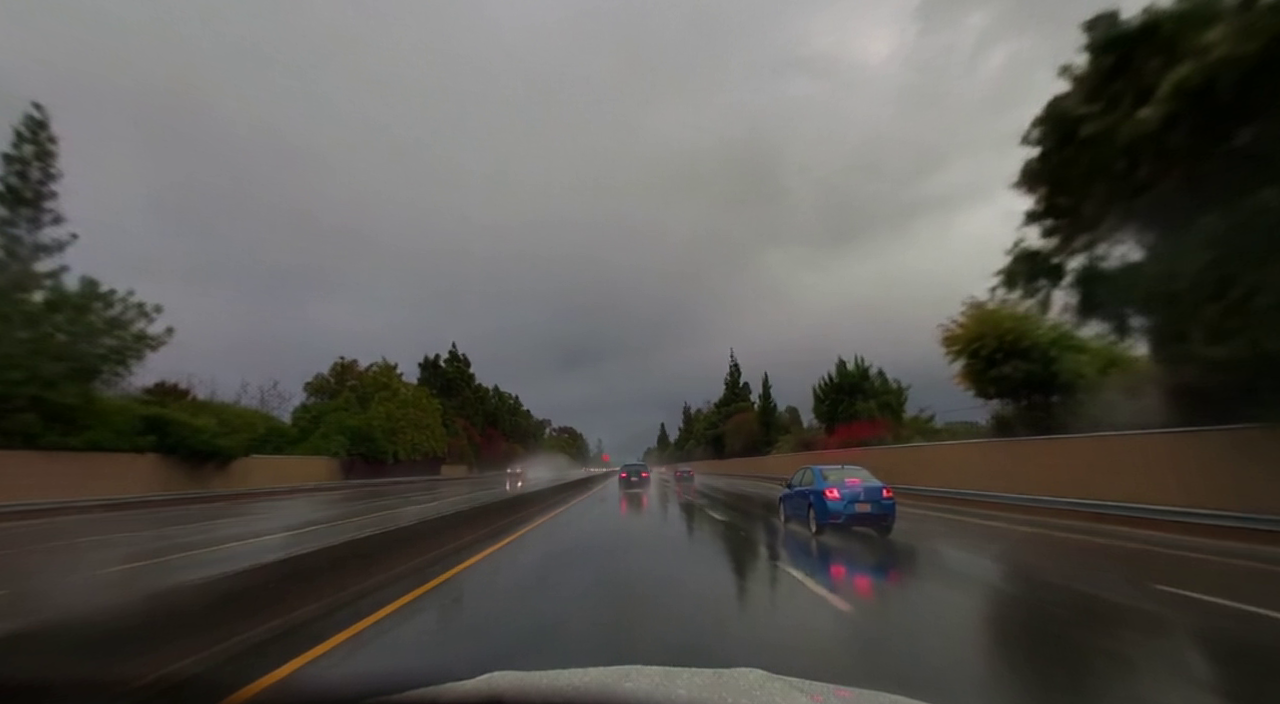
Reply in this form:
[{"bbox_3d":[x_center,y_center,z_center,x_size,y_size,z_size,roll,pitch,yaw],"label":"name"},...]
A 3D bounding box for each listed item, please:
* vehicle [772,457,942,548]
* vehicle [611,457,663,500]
[{"bbox_3d":[4.109,2.937,12.750,1.938,1.494,4.032,1,-11,-1],"label":"vehicle"},{"bbox_3d":[-0.130,5.319,26.635,2.037,1.605,3.833,1,-11,0],"label":"vehicle"}]
